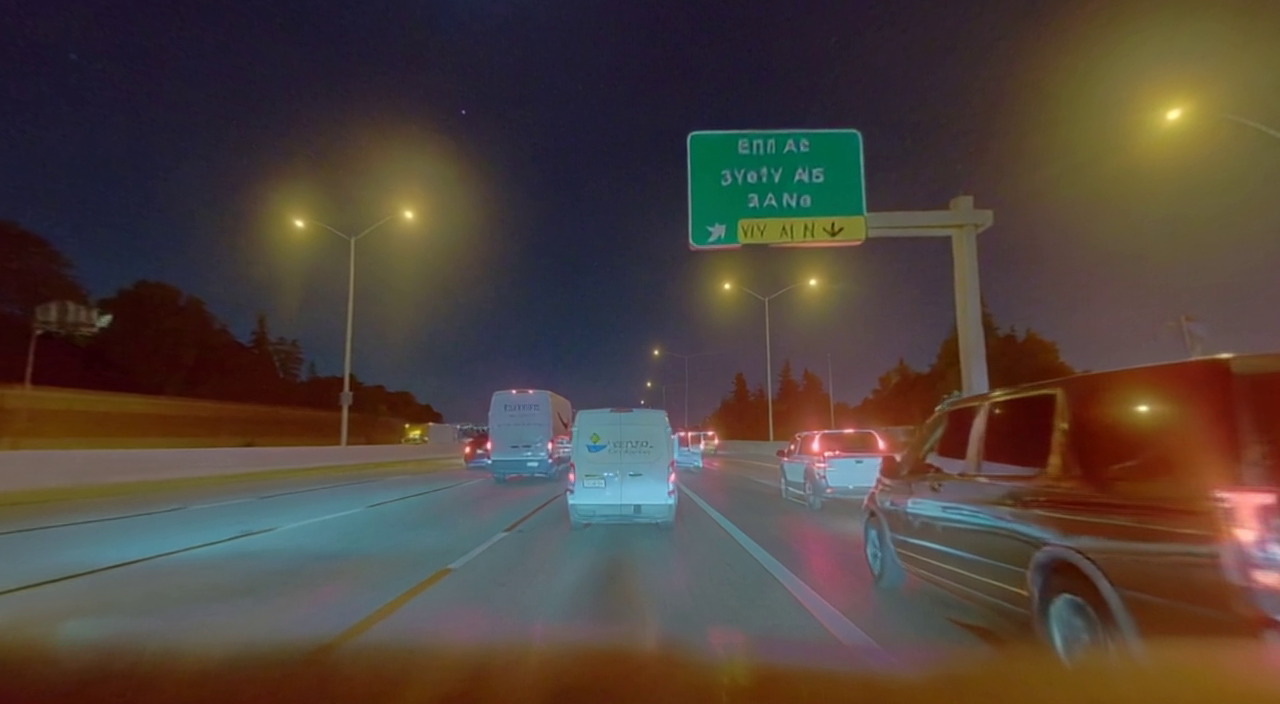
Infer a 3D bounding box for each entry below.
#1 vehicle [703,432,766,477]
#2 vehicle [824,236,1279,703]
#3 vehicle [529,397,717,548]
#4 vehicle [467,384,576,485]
[{"bbox_3d":[3.961,4.399,27.200,2.064,1.720,4.416,0,-9,0],"label":"vehicle"},{"bbox_3d":[3.006,0.873,3.503,2.341,1.890,5.144,1,-9,-1],"label":"vehicle"},{"bbox_3d":[-0.211,1.802,9.952,2.287,1.823,4.369,0,-9,0],"label":"vehicle"},{"bbox_3d":[-3.702,2.834,21.283,2.415,2.821,6.636,1,-9,0],"label":"vehicle"}]
